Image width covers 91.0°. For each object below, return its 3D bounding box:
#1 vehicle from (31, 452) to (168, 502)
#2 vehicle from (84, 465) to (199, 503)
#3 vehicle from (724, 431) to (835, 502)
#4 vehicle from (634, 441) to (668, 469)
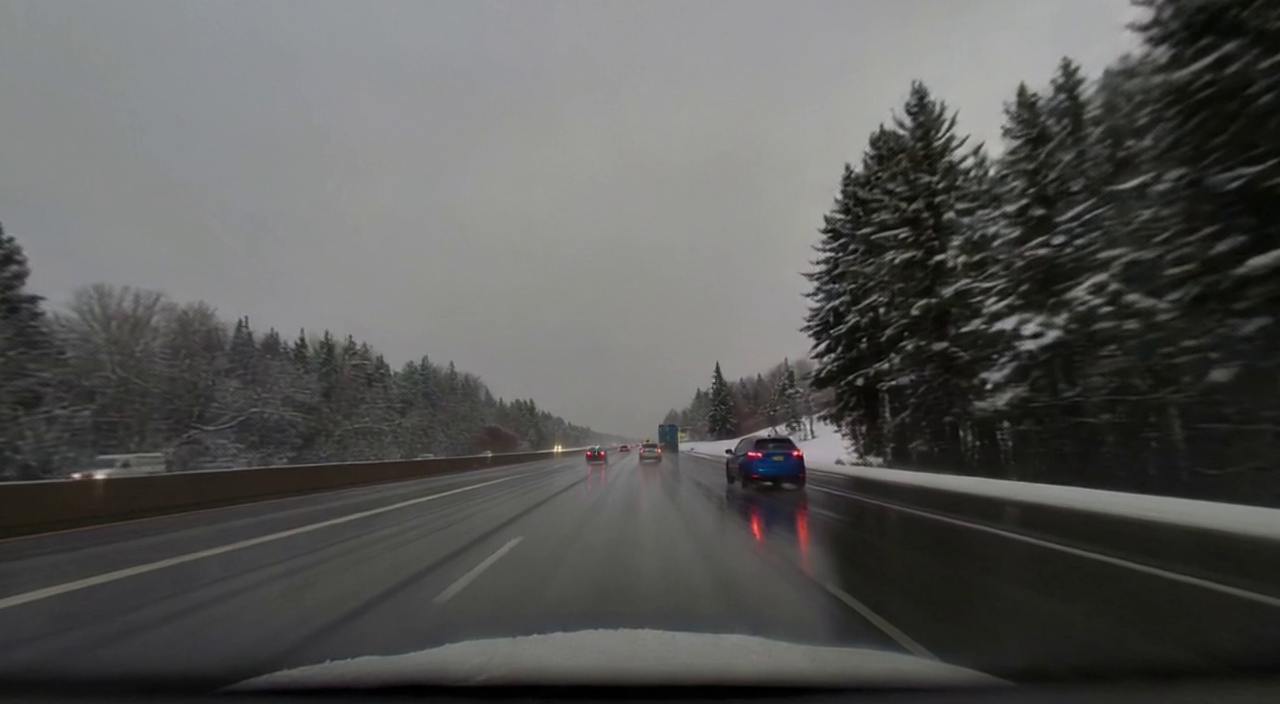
[{"bbox_3d":[-28.895,6.642,34.027,2.301,2.405,5.567,0,-9,1],"label":"vehicle"},{"bbox_3d":[-25.242,6.662,32.143,1.985,1.648,4.681,0,-9,1],"label":"vehicle"},{"bbox_3d":[3.700,3.134,17.638,2.082,1.720,4.393,0,-9,0],"label":"vehicle"},{"bbox_3d":[0.714,7.053,43.400,2.205,1.785,4.423,0,-9,0],"label":"vehicle"}]
